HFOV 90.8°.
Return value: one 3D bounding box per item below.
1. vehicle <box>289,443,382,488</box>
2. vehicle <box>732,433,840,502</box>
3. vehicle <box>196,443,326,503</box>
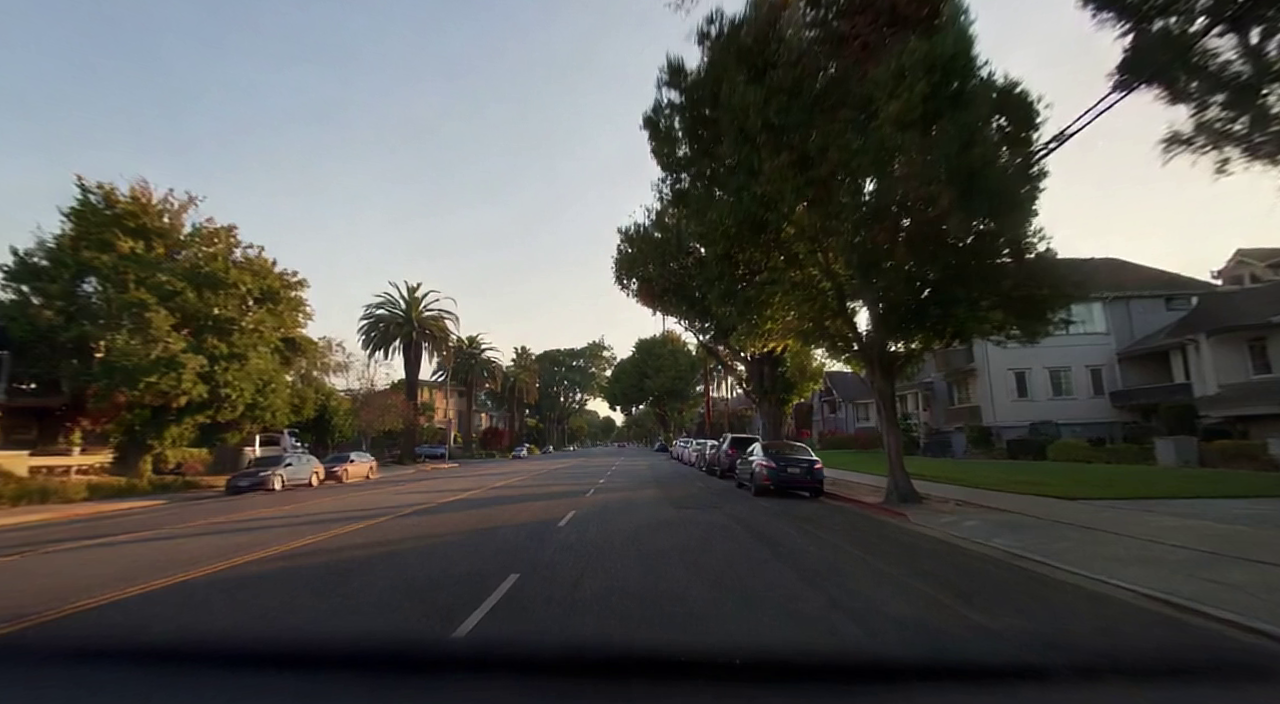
[{"bbox_3d":[-13.760,5.113,28.916,1.926,1.790,4.494,0,-7,1],"label":"vehicle"},{"bbox_3d":[3.644,2.975,16.642,1.981,1.546,4.372,0,-9,3],"label":"vehicle"},{"bbox_3d":[-13.706,4.338,23.244,2.047,1.783,4.572,-1,-7,-1],"label":"vehicle"}]
